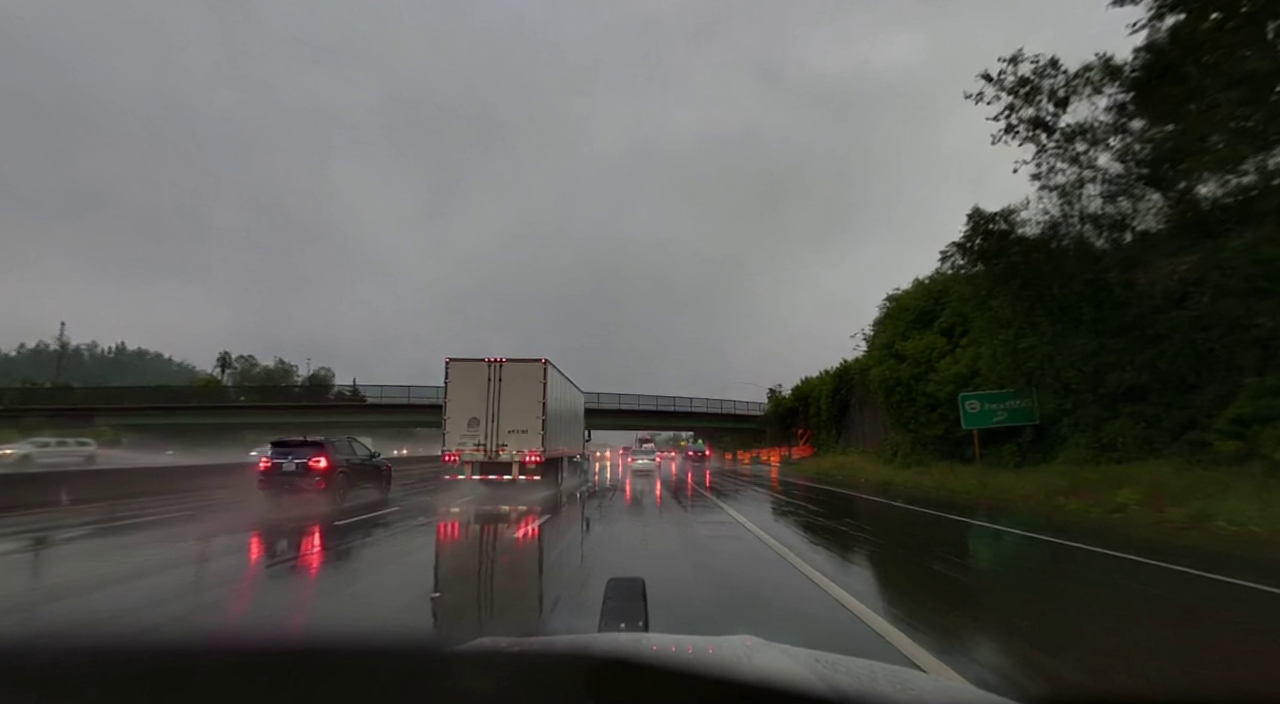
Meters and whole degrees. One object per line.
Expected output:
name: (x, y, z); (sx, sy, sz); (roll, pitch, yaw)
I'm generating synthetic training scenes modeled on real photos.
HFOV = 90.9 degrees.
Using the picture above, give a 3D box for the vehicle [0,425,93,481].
vehicle: (-39.426, 6.349, 39.890); (2.798, 3.290, 7.345); (0, -8, 1)

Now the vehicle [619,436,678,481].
vehicle: (0.293, 4.422, 26.470); (2.270, 1.696, 4.061); (0, -8, -1)

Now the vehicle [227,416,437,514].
vehicle: (-7.372, 2.791, 16.163); (2.309, 2.007, 5.974); (0, -8, 1)

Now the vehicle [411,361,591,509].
vehicle: (-3.517, 2.641, 19.615); (3.075, 3.276, 11.073); (0, -8, 0)

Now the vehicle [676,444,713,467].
vehicle: (3.641, 6.966, 42.796); (2.003, 1.465, 4.092); (0, -8, -2)
